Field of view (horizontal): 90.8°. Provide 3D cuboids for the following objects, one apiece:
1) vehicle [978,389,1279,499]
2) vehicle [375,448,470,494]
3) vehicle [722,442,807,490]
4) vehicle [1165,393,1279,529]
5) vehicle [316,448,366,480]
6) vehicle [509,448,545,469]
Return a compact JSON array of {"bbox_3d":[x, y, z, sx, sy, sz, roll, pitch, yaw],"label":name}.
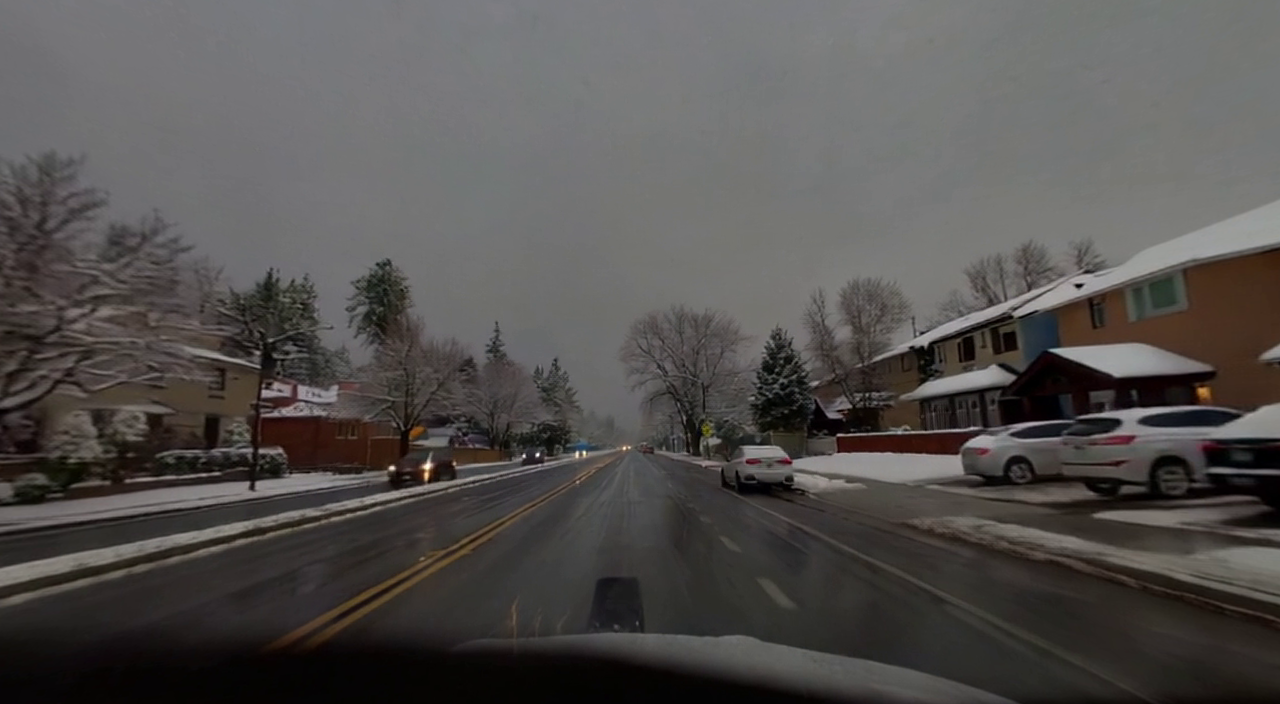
[{"bbox_3d":[10.221,1.953,13.461,4.578,2.084,2.428,-1,-8,2],"label":"vehicle"},{"bbox_3d":[-8.286,4.535,24.564,2.005,1.589,4.648,0,-9,0],"label":"vehicle"},{"bbox_3d":[4.222,3.935,22.200,2.011,1.458,4.633,0,-8,0],"label":"vehicle"},{"bbox_3d":[10.746,1.282,8.732,4.964,1.739,2.184,-5,-10,-4],"label":"vehicle"},{"bbox_3d":[-18.831,7.015,40.068,2.141,1.797,5.403,3,-8,-18],"label":"vehicle"},{"bbox_3d":[-8.687,8.239,48.970,1.920,1.516,4.311,0,-8,1],"label":"vehicle"}]
